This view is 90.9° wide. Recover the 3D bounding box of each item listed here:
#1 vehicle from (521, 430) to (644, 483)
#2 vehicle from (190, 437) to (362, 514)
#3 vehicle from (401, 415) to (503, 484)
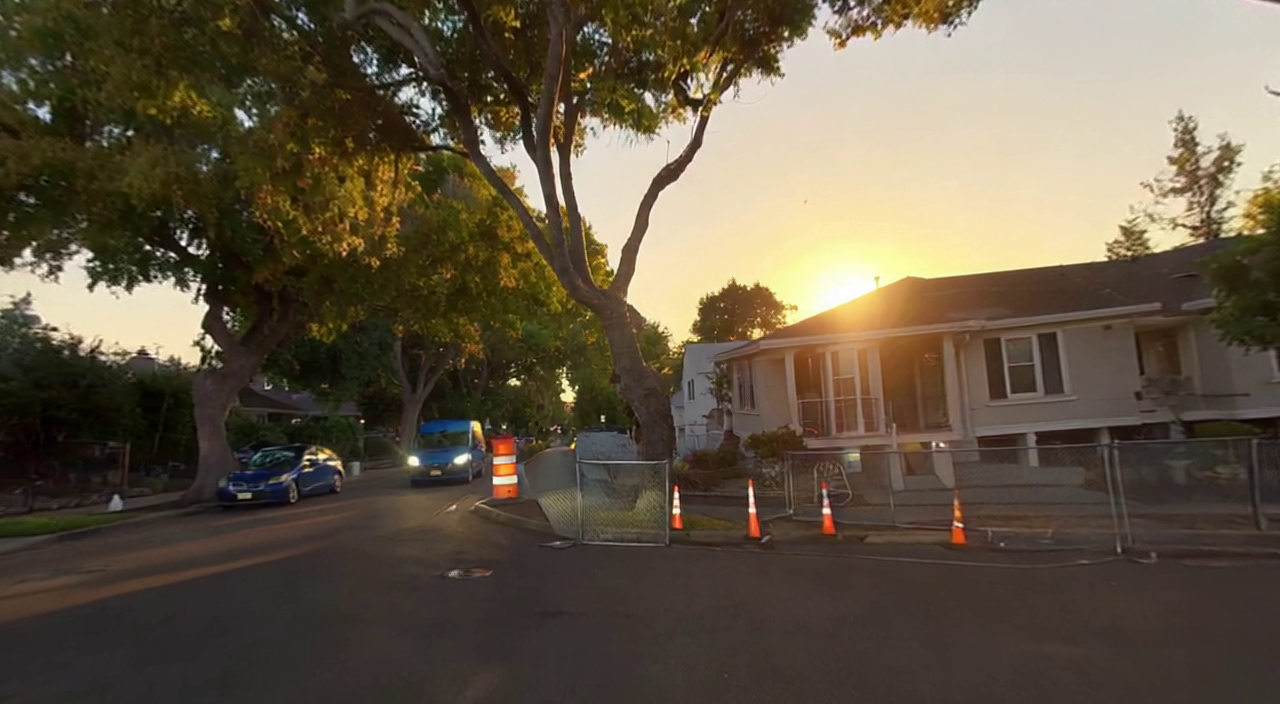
[{"bbox_3d":[-1.638,3.152,19.435,1.827,1.436,4.070,-4,-9,28],"label":"vehicle"},{"bbox_3d":[-8.343,2.802,14.953,1.899,1.524,4.082,1,-8,-5],"label":"vehicle"},{"bbox_3d":[-6.002,3.150,20.788,2.219,1.984,4.712,1,-8,-4],"label":"vehicle"}]
